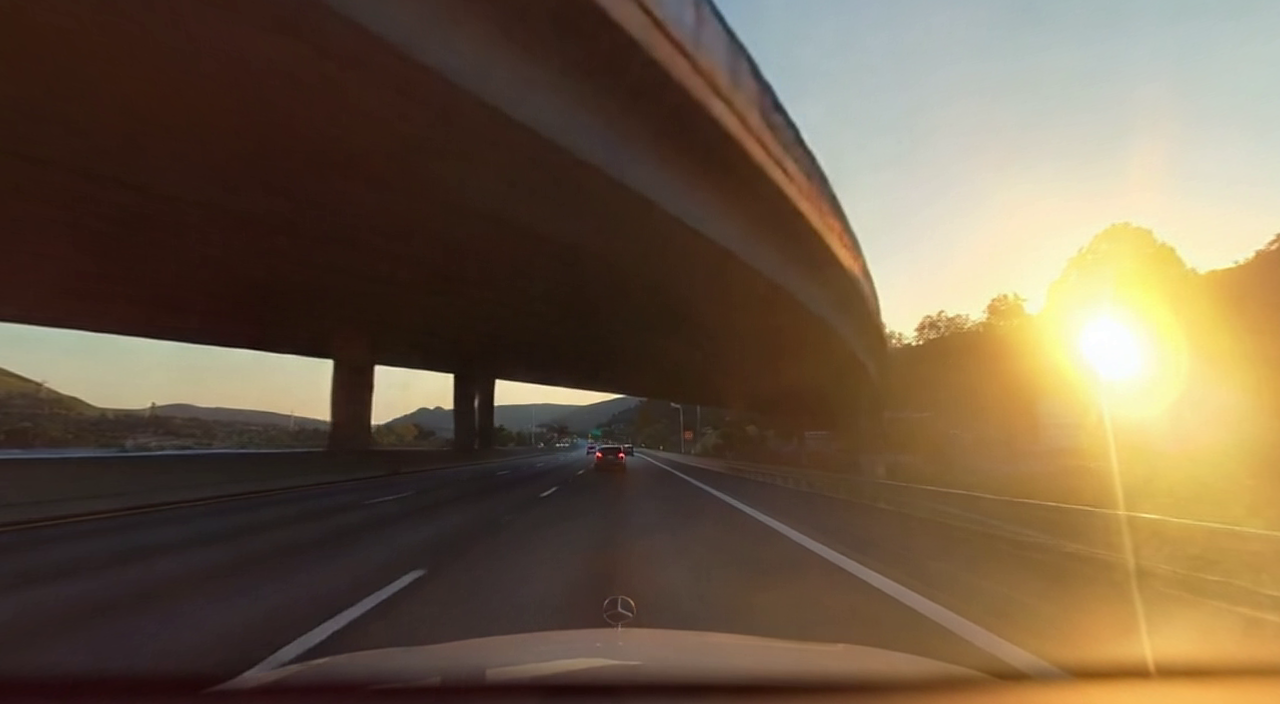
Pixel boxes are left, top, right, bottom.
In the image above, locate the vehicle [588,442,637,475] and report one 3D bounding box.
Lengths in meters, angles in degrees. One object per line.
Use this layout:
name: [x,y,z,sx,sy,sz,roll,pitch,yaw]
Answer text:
vehicle: [-1.284,5.242,31.025,2.055,1.509,4.255,-1,-9,2]
